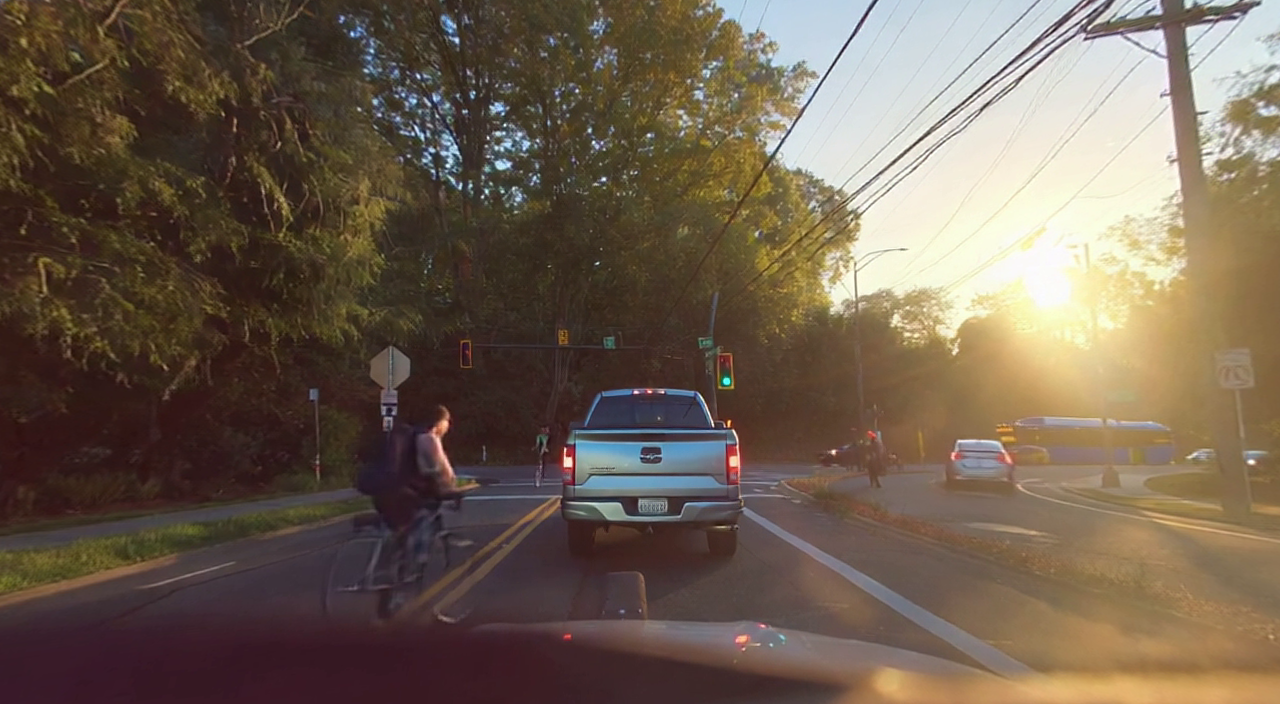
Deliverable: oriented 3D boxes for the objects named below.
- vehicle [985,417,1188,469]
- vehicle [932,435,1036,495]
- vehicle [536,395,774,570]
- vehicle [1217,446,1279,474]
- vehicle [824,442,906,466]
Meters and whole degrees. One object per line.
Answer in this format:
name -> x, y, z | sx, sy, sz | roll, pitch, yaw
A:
vehicle -> 28.902, 5.953, 41.292 | 10.726, 3.128, 3.003 | -1, -8, 1
vehicle -> 9.790, 3.201, 18.346 | 2.060, 1.496, 4.520 | -4, -9, 22
vehicle -> 0.128, 1.888, 10.026 | 2.707, 1.964, 5.485 | 0, -8, -1
vehicle -> 41.397, 7.018, 41.261 | 5.426, 1.728, 1.999 | 0, -8, -2
vehicle -> 14.621, 6.653, 41.281 | 4.578, 1.490, 1.935 | -1, -8, 2
